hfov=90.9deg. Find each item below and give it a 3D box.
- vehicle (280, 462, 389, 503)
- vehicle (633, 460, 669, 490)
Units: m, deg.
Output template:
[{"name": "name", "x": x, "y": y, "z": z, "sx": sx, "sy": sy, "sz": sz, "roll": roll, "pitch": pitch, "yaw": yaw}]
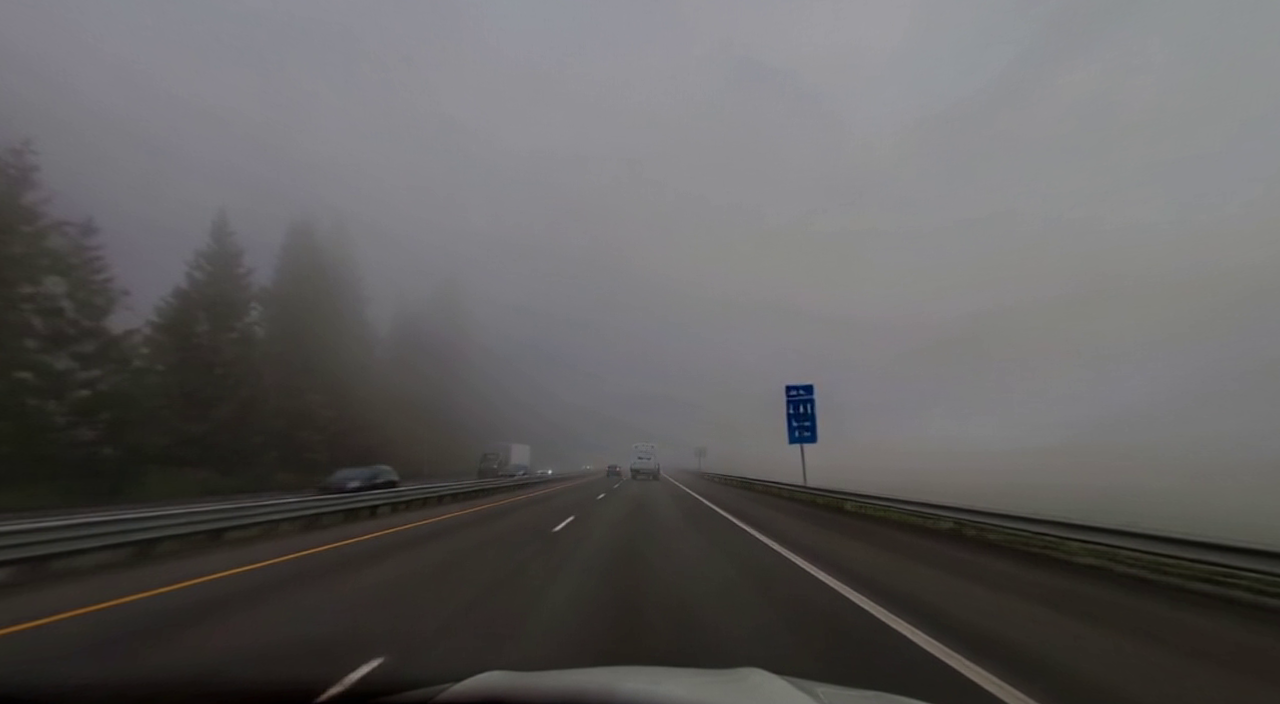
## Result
[{"name": "vehicle", "x": -12.292, "y": 5.291, "z": 25.809, "sx": 1.883, "sy": 1.486, "sz": 4.813, "roll": 0, "pitch": -10, "yaw": 2}, {"name": "vehicle", "x": 0.629, "y": 7.325, "z": 37.653, "sx": 2.048, "sy": 1.663, "sz": 4.377, "roll": 1, "pitch": -10, "yaw": 0}]
